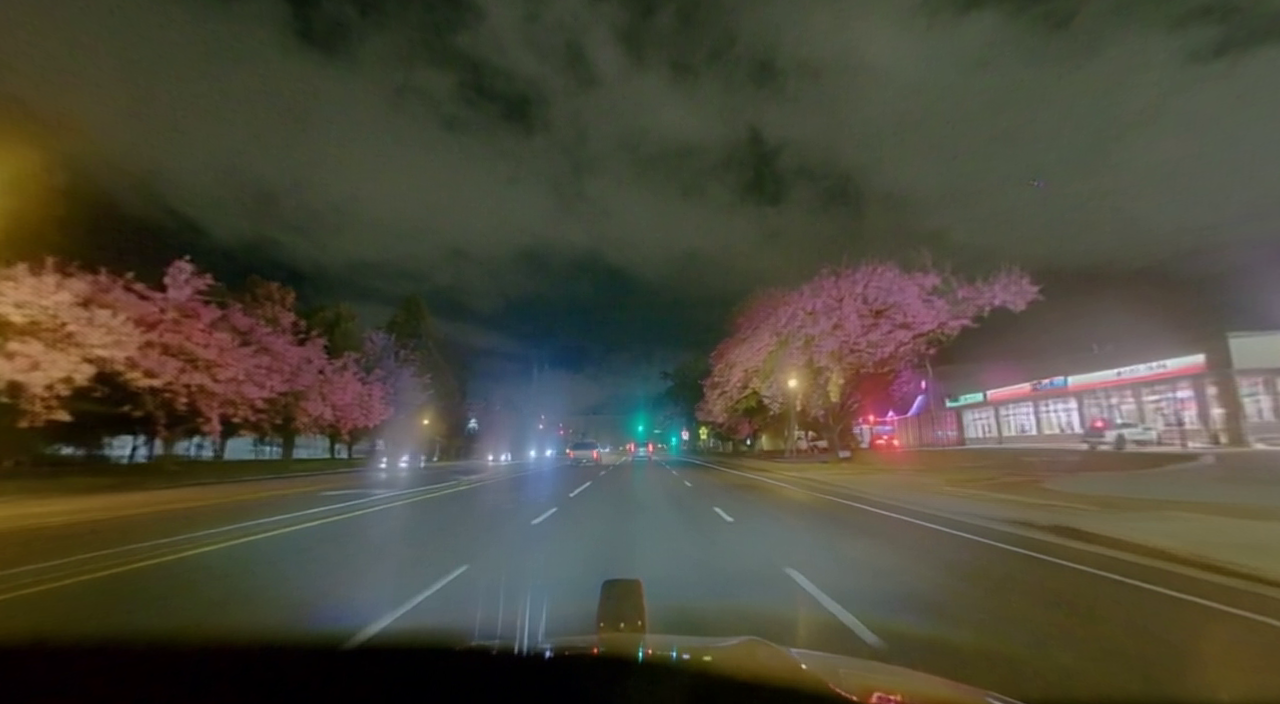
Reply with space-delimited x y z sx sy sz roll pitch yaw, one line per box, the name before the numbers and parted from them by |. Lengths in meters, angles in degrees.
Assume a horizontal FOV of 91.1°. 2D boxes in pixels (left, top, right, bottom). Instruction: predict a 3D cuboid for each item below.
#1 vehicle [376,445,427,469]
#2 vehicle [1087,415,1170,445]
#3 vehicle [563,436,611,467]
vehicle | -18.212 7.997 48.142 2.111 1.702 4.543 0 -8 0
vehicle | 27.415 4.427 35.194 4.677 1.583 1.955 5 -10 -30
vehicle | -3.297 6.291 40.011 2.453 1.844 4.751 0 -8 2
